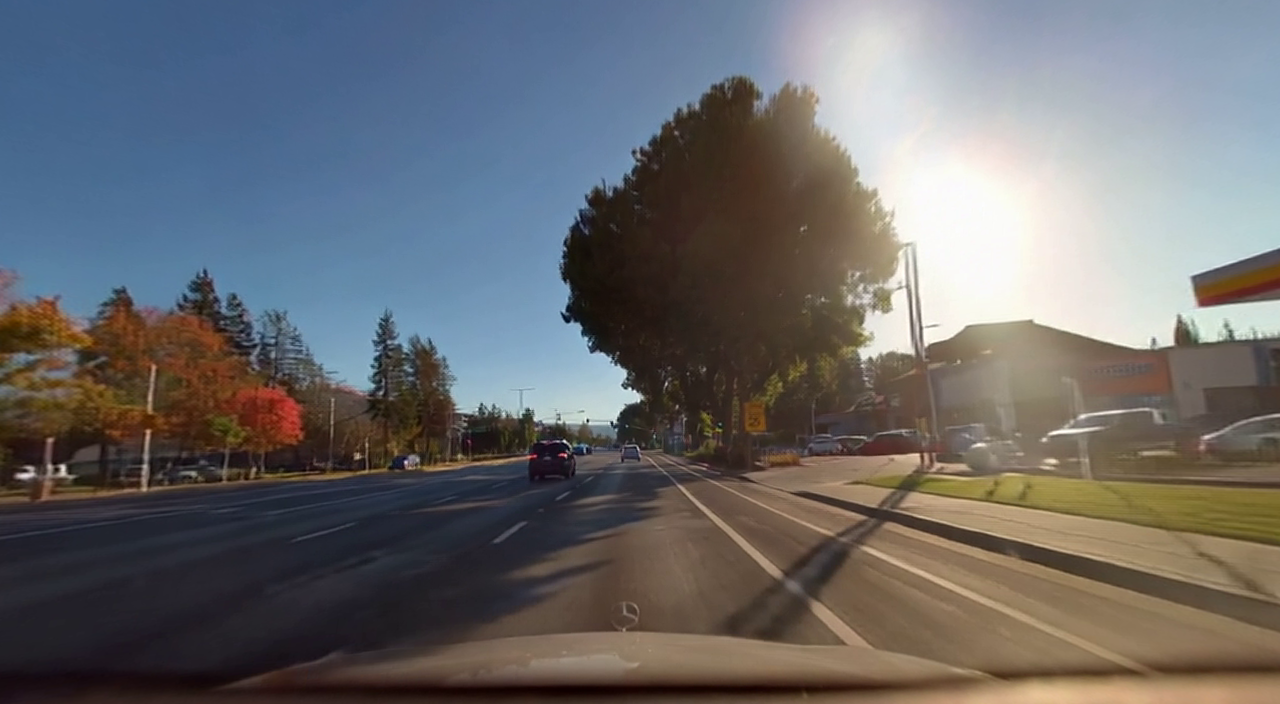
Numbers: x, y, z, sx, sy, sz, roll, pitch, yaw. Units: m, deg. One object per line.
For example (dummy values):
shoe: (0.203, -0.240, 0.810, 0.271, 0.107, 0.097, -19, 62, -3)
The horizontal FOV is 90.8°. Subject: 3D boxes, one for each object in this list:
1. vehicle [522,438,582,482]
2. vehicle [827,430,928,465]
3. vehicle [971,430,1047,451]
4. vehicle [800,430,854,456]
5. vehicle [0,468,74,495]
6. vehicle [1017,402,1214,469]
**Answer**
vehicle: (-3.786, 4.743, 27.969, 1.985, 1.772, 4.479, -1, -9, 0)
vehicle: (12.903, 5.212, 34.556, 4.612, 1.491, 2.061, -5, -8, 1)
vehicle: (27.334, 6.577, 46.904, 4.457, 1.449, 1.833, -2, -8, 5)
vehicle: (14.103, 6.818, 47.641, 3.562, 1.693, 1.876, 2, -5, -27)
vehicle: (-44.385, 9.372, 46.054, 1.947, 1.712, 4.853, 0, -9, -3)
vehicle: (14.336, 2.645, 19.585, 2.041, 1.793, 5.054, 0, -9, -2)
